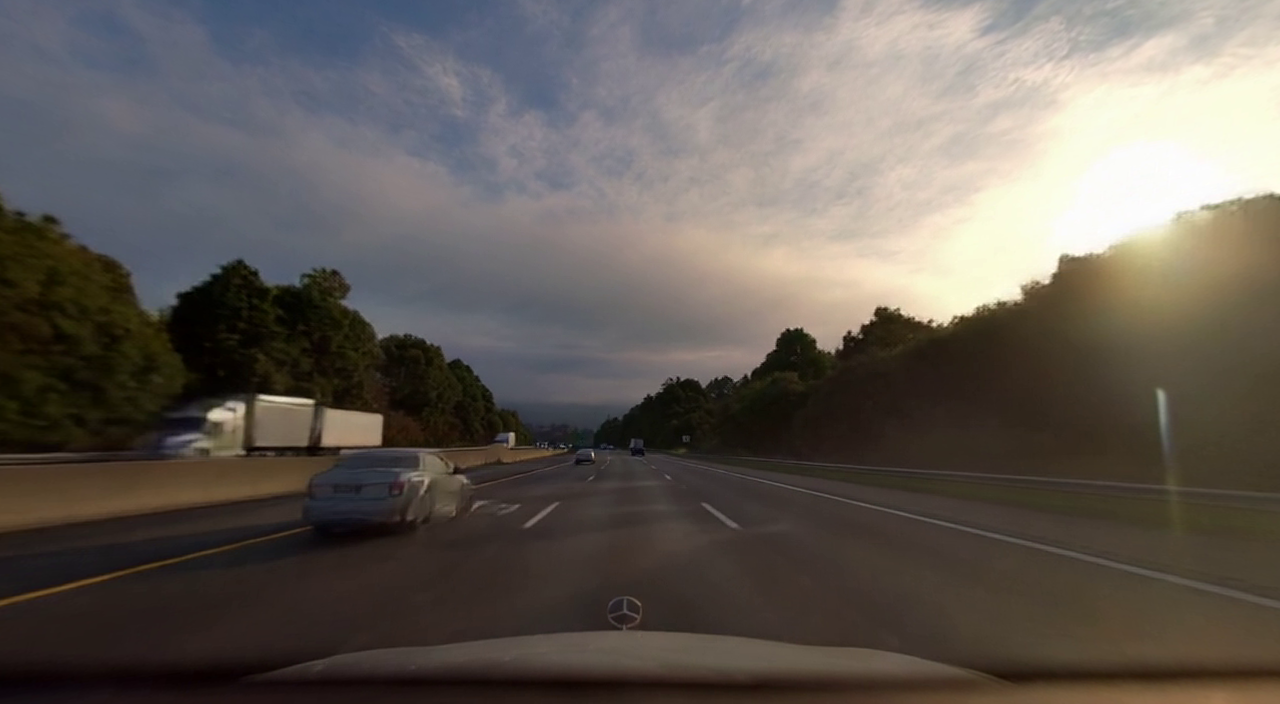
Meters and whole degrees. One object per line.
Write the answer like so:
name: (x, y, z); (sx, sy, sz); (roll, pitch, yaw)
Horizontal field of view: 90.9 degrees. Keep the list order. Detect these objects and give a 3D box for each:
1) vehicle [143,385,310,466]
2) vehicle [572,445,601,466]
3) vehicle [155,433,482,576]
vehicle: (-21.239, 4.011, 33.223); (3.124, 3.721, 8.270); (0, -9, 0)
vehicle: (-4.168, 8.133, 49.575); (2.022, 1.513, 4.613); (0, -9, -1)
vehicle: (-3.957, 1.959, 8.963); (2.169, 1.473, 4.631); (0, -9, 0)
